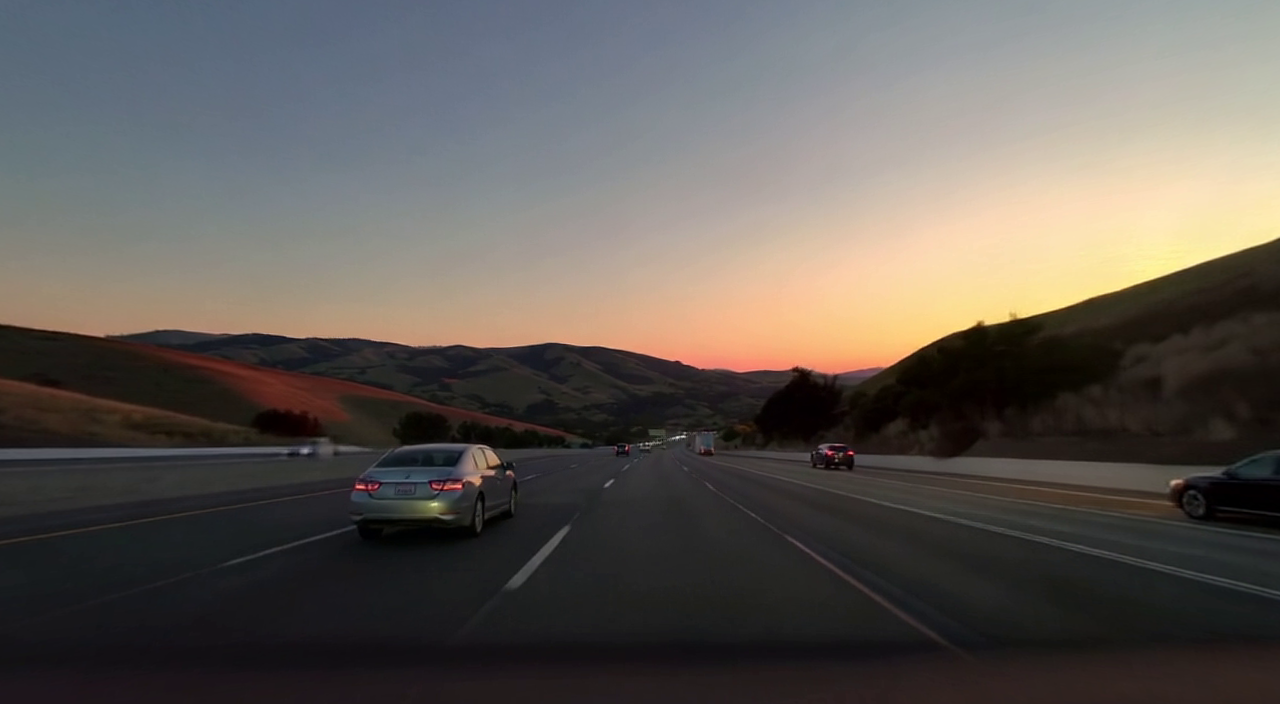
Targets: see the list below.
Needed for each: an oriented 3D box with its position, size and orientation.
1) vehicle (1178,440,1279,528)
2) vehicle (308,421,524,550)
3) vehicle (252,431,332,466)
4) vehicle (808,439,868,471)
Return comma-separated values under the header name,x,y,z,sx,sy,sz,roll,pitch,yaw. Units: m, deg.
name,x,y,z,sx,sy,sz,roll,pitch,yaw
vehicle,11.536,2.106,9.896,1.982,1.443,4.635,0,-9,0
vehicle,-3.209,1.988,9.977,1.967,1.615,3.886,0,-9,0
vehicle,-24.765,6.899,44.993,2.195,2.267,5.801,0,-9,1
vehicle,11.726,6.118,37.504,2.062,1.736,4.589,0,-9,0
